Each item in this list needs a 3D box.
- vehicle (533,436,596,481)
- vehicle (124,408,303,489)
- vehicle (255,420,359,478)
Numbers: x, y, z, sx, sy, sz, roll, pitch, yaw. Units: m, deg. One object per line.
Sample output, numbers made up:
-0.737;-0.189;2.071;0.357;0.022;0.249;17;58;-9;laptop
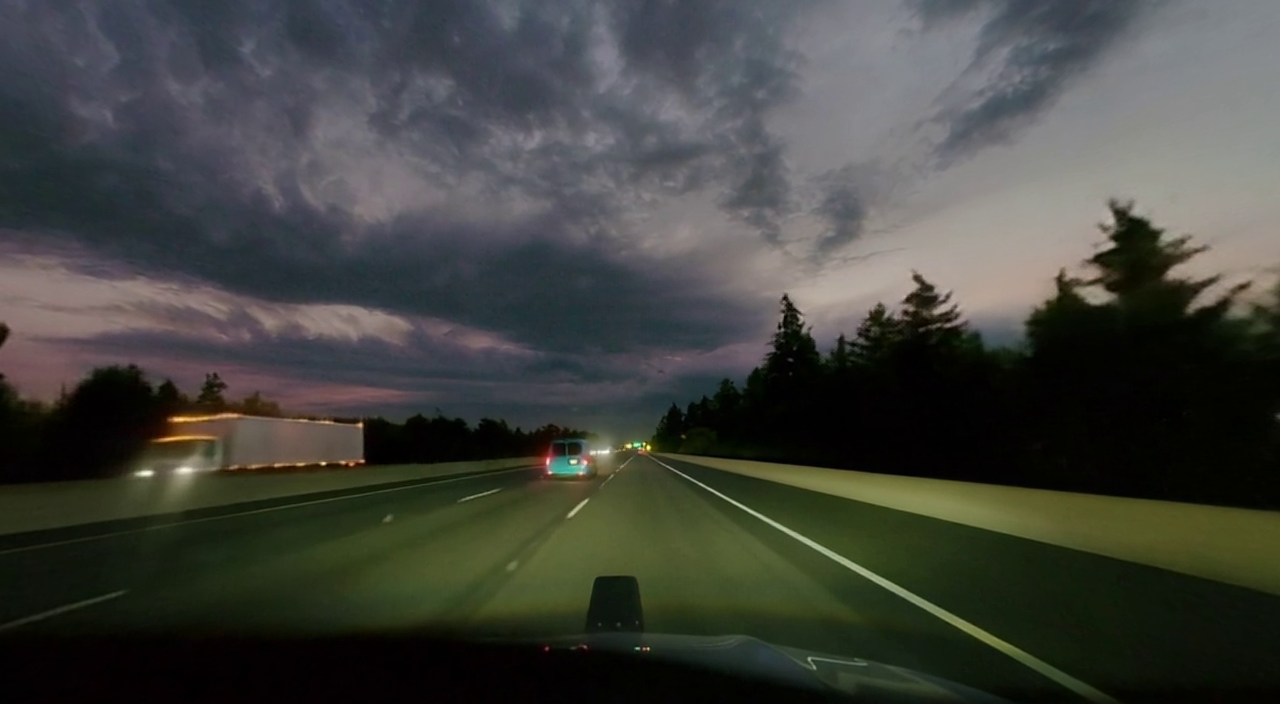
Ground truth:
-3.512;5.110;30.536;2.349;1.973;5.419;0;-9;0;vehicle
-24.105;5.607;36.798;3.017;3.992;10.608;0;-9;0;vehicle
-24.162;7.123;46.456;2.928;3.860;8.514;0;-9;0;vehicle
